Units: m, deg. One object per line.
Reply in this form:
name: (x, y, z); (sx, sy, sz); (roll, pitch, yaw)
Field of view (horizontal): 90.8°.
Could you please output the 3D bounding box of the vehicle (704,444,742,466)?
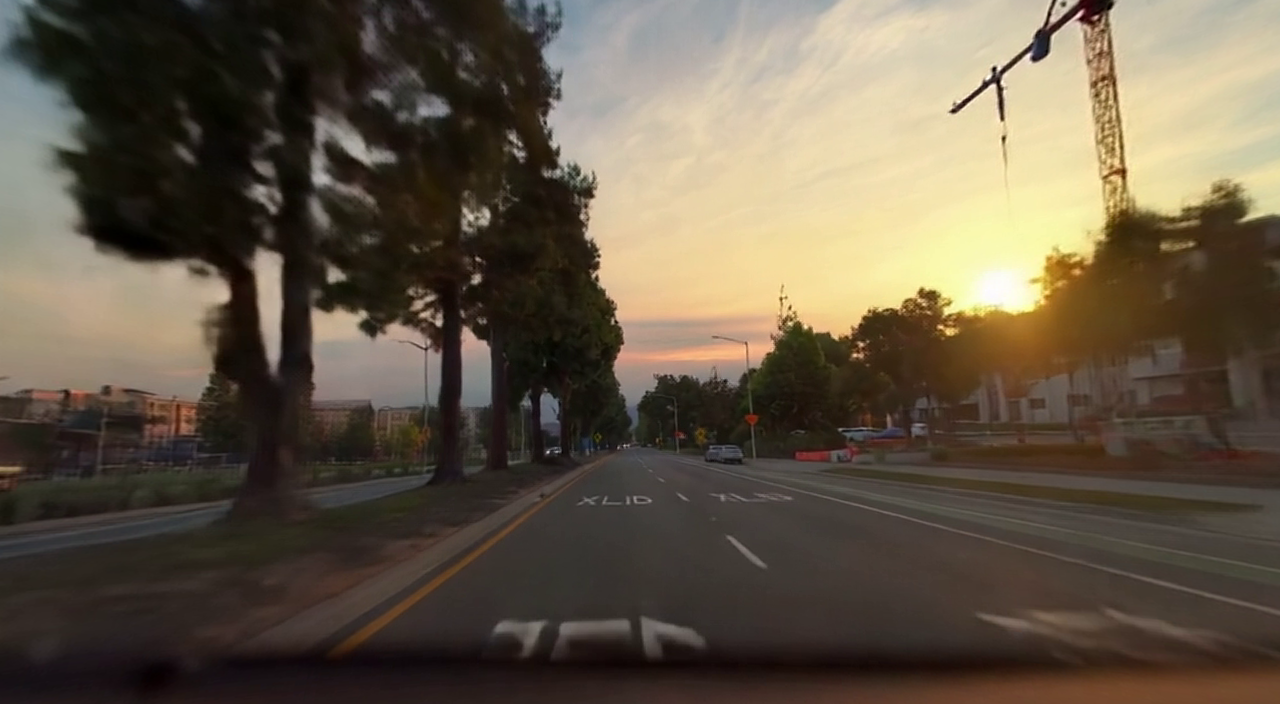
vehicle: (6.280, 7.837, 48.384); (1.986, 1.498, 5.099); (3, -9, -2)
